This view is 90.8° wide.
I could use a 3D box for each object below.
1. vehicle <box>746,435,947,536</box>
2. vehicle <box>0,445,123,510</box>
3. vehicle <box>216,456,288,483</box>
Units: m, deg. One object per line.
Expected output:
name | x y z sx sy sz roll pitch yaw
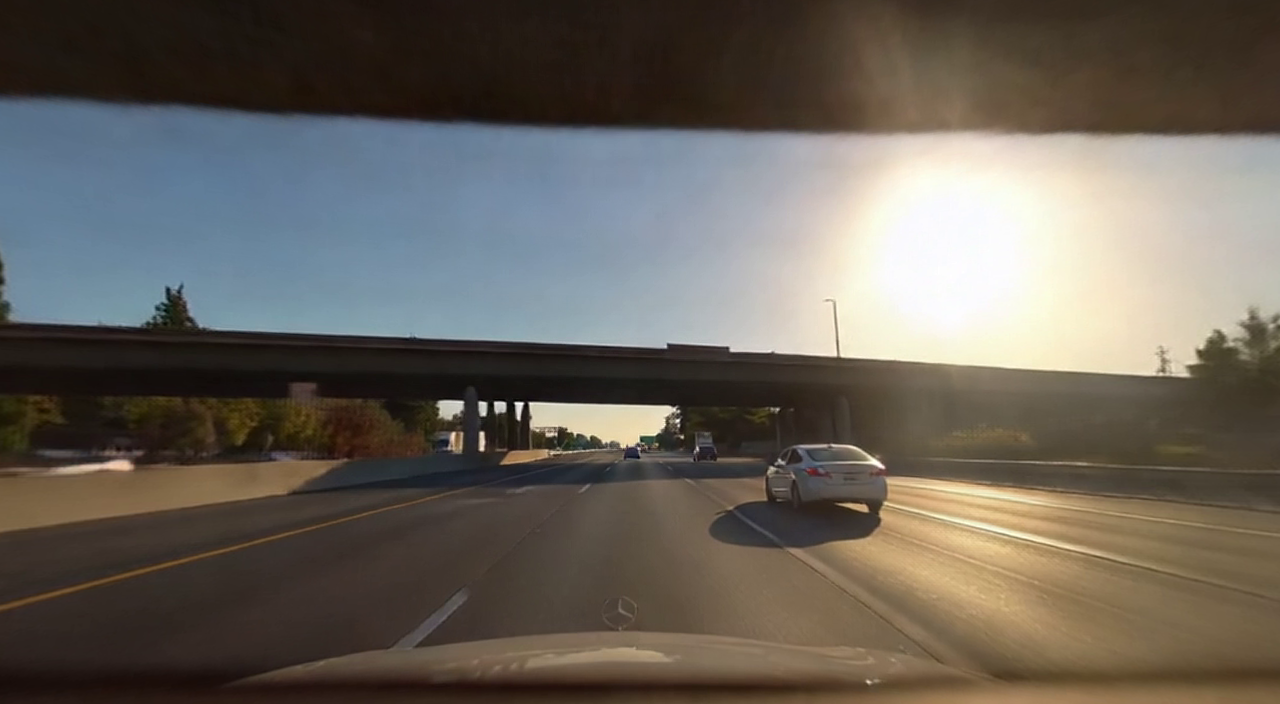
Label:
vehicle | 3.461 2.326 11.712 2.076 1.472 4.562 0 -9 -2
vehicle | -19.872 3.986 20.462 2.043 1.830 4.879 0 -8 0
vehicle | -23.586 7.146 38.570 1.821 1.507 4.069 1 -9 0
